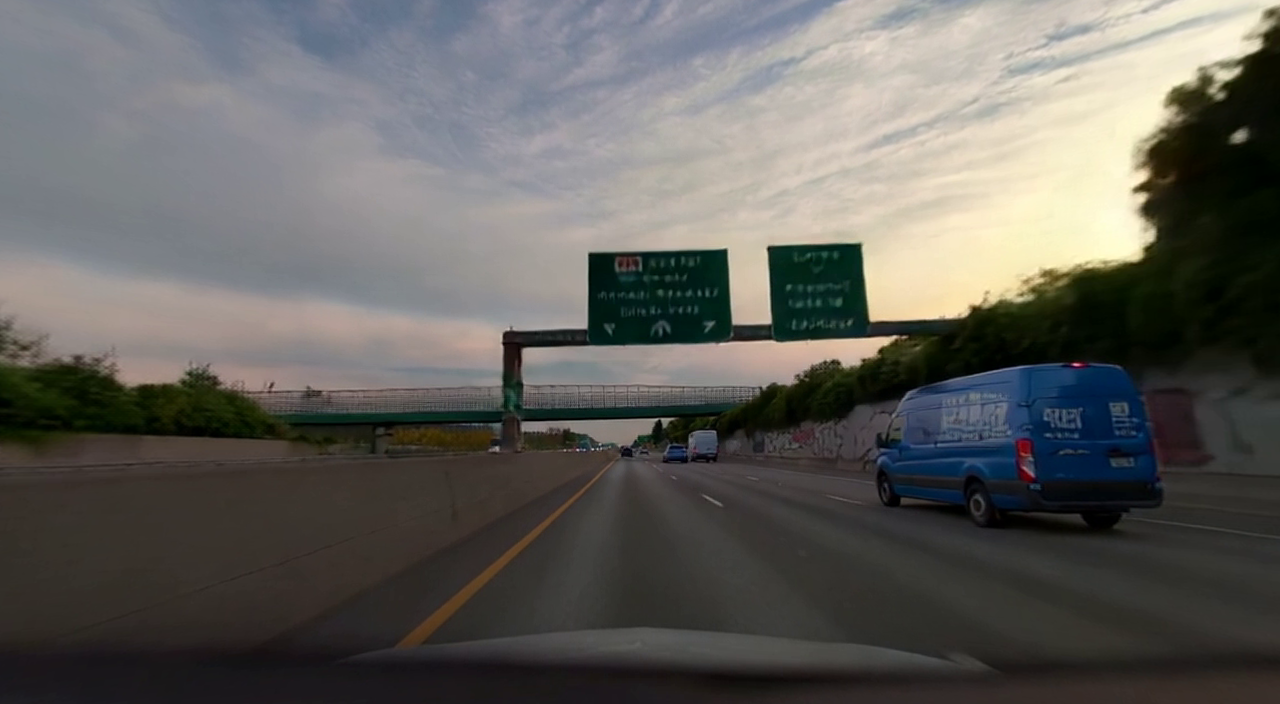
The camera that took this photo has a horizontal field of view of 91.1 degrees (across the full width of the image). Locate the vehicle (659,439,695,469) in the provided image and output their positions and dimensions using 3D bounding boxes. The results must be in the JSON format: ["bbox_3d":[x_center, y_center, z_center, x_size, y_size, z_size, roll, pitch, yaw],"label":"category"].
[{"bbox_3d":[2.555,7.187,44.494,2.007,1.943,5.010,0,-9,-3],"label":"vehicle"}]

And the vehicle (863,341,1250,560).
[{"bbox_3d":[6.051,1.593,10.502,2.283,2.631,5.719,0,-9,-2],"label":"vehicle"}]
